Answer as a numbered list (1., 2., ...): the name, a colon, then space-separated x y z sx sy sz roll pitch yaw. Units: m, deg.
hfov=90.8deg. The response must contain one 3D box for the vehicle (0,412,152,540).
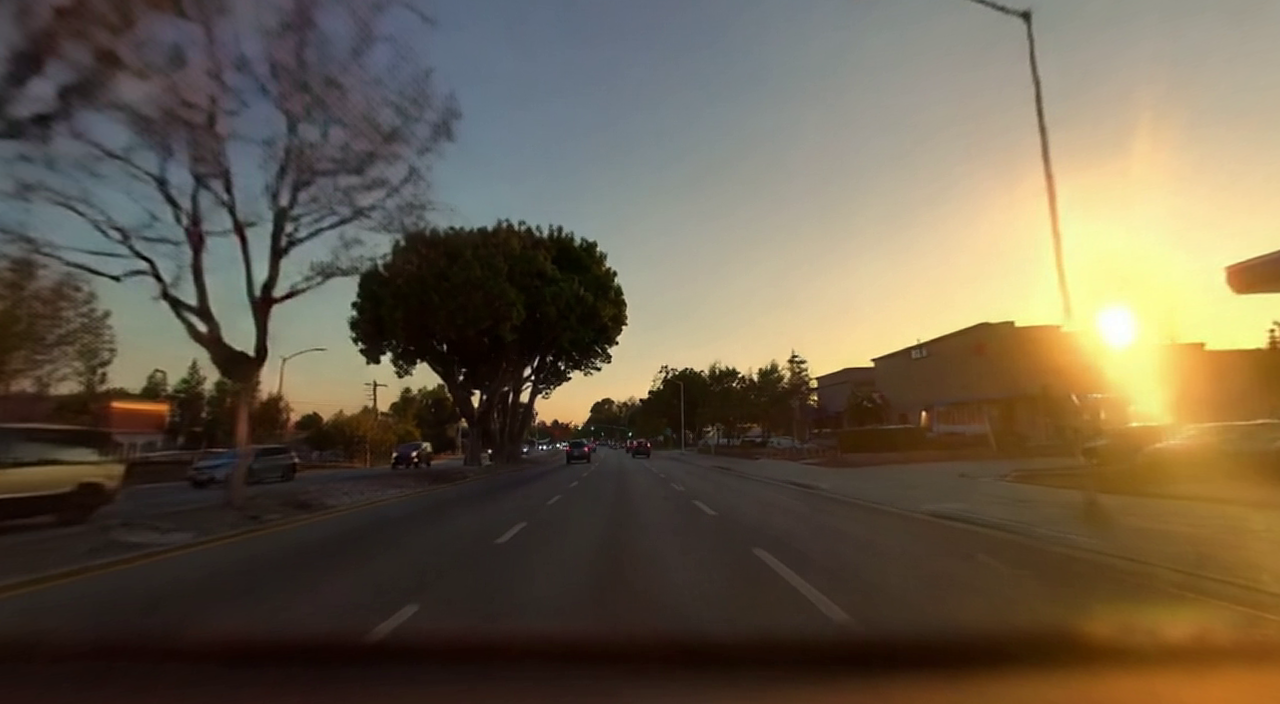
1. vehicle: -10.980 2.013 10.193 2.229 1.957 5.057 -2 -8 -1

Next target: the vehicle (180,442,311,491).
1. vehicle: -15.113 4.372 24.610 2.011 1.655 5.029 -1 -8 -2
